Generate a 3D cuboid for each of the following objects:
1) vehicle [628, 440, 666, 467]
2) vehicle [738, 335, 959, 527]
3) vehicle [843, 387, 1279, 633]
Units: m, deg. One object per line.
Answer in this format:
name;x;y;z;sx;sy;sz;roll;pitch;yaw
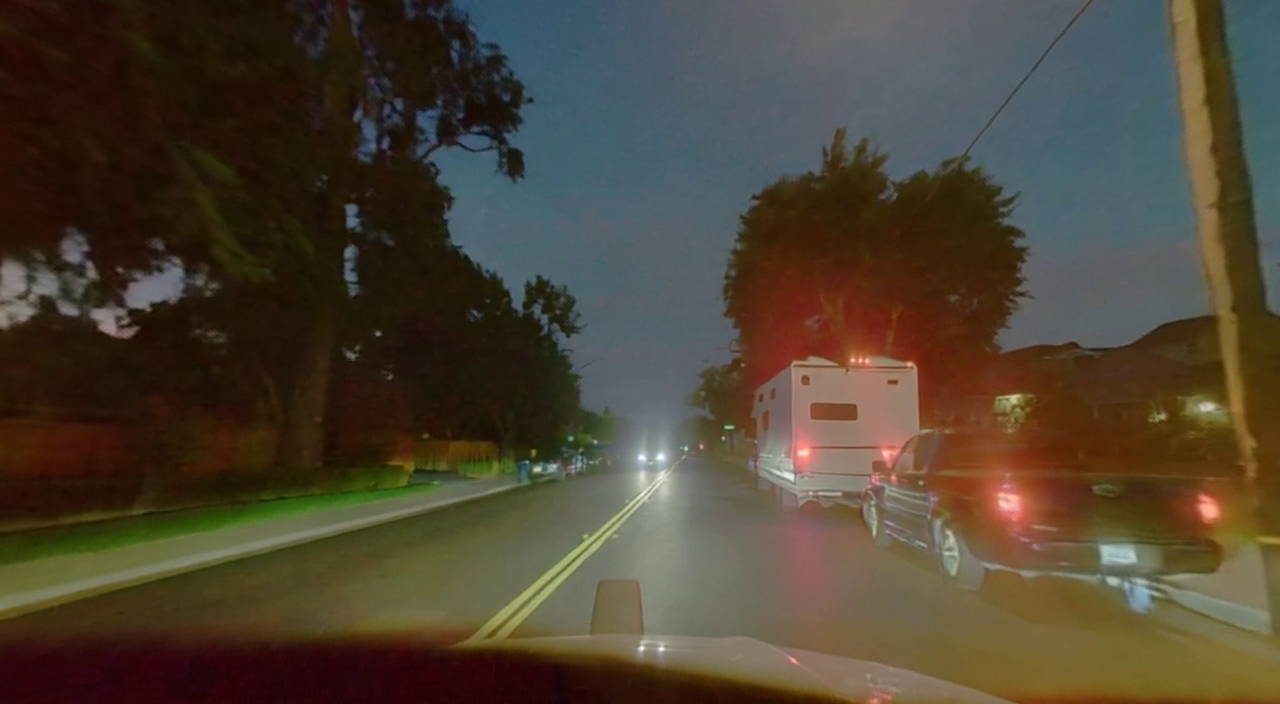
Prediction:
vehicle;0.563;7.005;43.662;2.194;1.763;4.288;-1;-8;7
vehicle;4.604;2.187;16.950;3.052;3.440;11.052;-1;-8;5
vehicle;3.904;1.502;7.038;1.980;1.782;4.627;-1;-8;4
